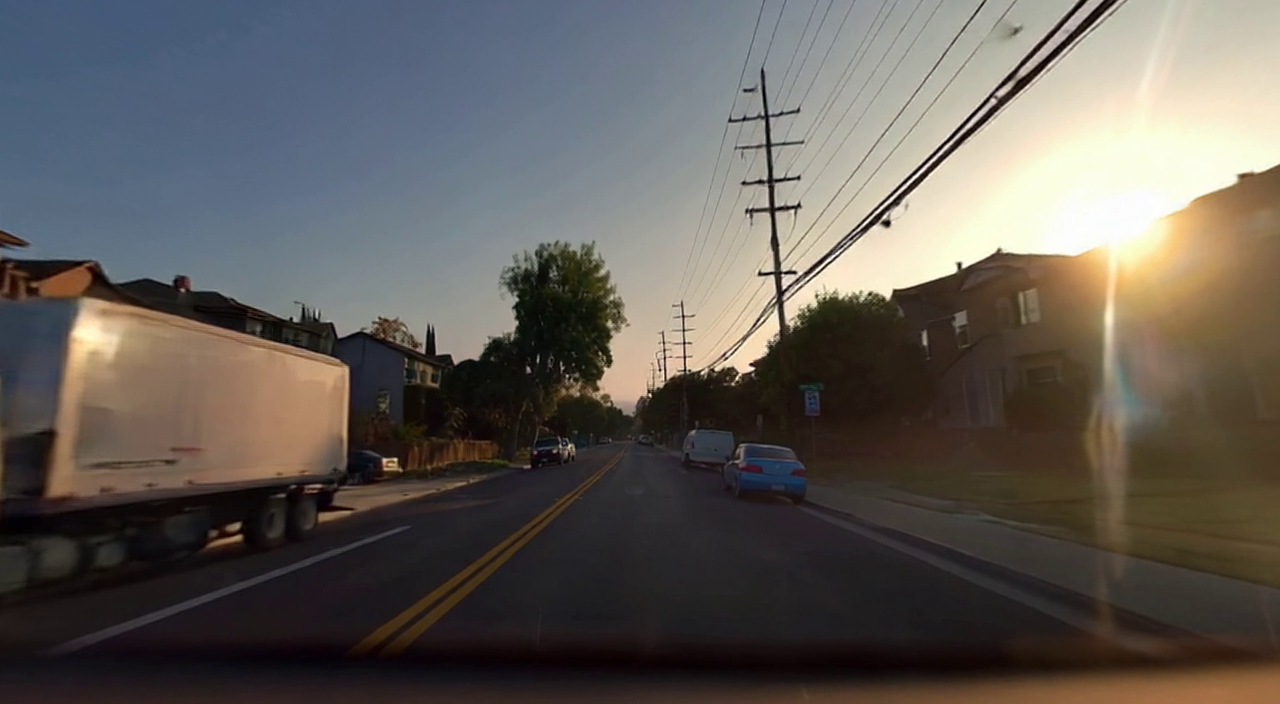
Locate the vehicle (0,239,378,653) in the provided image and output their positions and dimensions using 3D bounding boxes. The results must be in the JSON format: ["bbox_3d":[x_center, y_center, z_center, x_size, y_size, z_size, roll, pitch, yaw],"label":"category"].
[{"bbox_3d":[-6.471,1.087,7.544,3.197,3.187,7.847,-3,-7,2],"label":"vehicle"}]

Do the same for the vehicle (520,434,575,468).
[{"bbox_3d":[-5.855,6.352,40.724,2.427,1.998,5.239,-1,-8,4],"label":"vehicle"}]

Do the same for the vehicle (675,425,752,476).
[{"bbox_3d":[3.003,4.237,27.451,2.496,1.895,6.434,0,-8,-1],"label":"vehicle"}]

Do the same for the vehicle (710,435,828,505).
[{"bbox_3d":[3.021,2.872,15.984,1.890,1.463,4.952,0,-8,-1],"label":"vehicle"}]
